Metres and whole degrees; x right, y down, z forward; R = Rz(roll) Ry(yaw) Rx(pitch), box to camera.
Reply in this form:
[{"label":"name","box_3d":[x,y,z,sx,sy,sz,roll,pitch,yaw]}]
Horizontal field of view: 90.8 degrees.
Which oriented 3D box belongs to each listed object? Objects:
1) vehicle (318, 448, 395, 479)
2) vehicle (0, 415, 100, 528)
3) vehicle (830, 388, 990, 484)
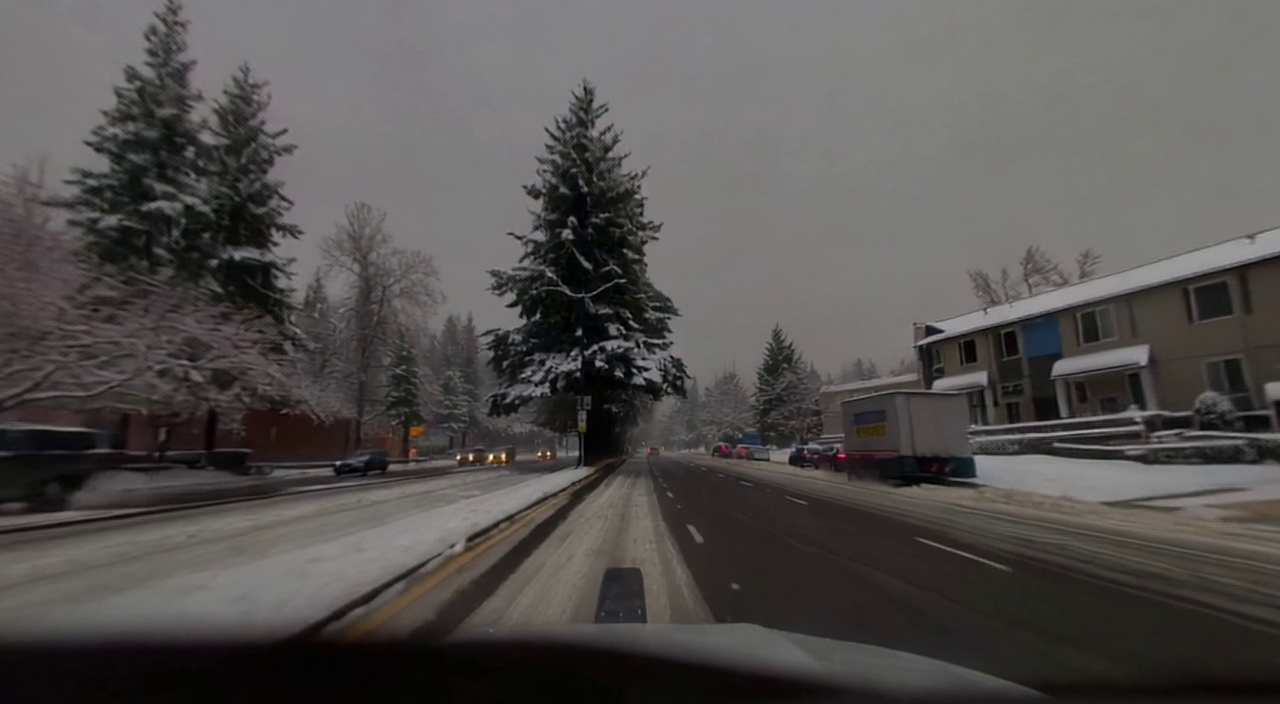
[{"label":"vehicle","box_3d":[-15.331,6.027,34.458,2.011,1.496,4.650,0,-8,0]},{"label":"vehicle","box_3d":[-12.026,1.975,10.366,2.180,1.904,4.631,0,-9,0]},{"label":"vehicle","box_3d":[9.683,3.226,23.844,2.670,3.016,7.732,0,-9,1]}]
